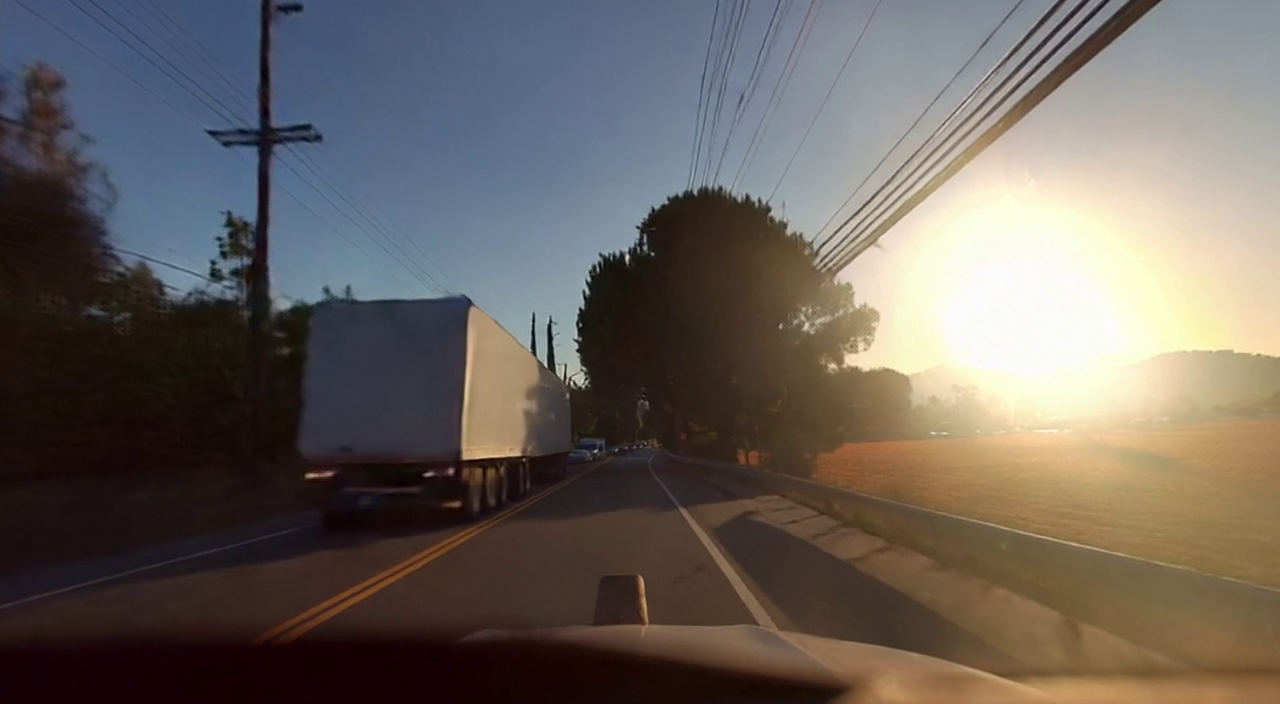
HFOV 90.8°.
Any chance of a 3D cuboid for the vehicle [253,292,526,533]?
[{"bbox_3d":[-4.774,1.465,13.816,3.544,4.103,5.897,-1,-10,-1],"label":"vehicle"}]
